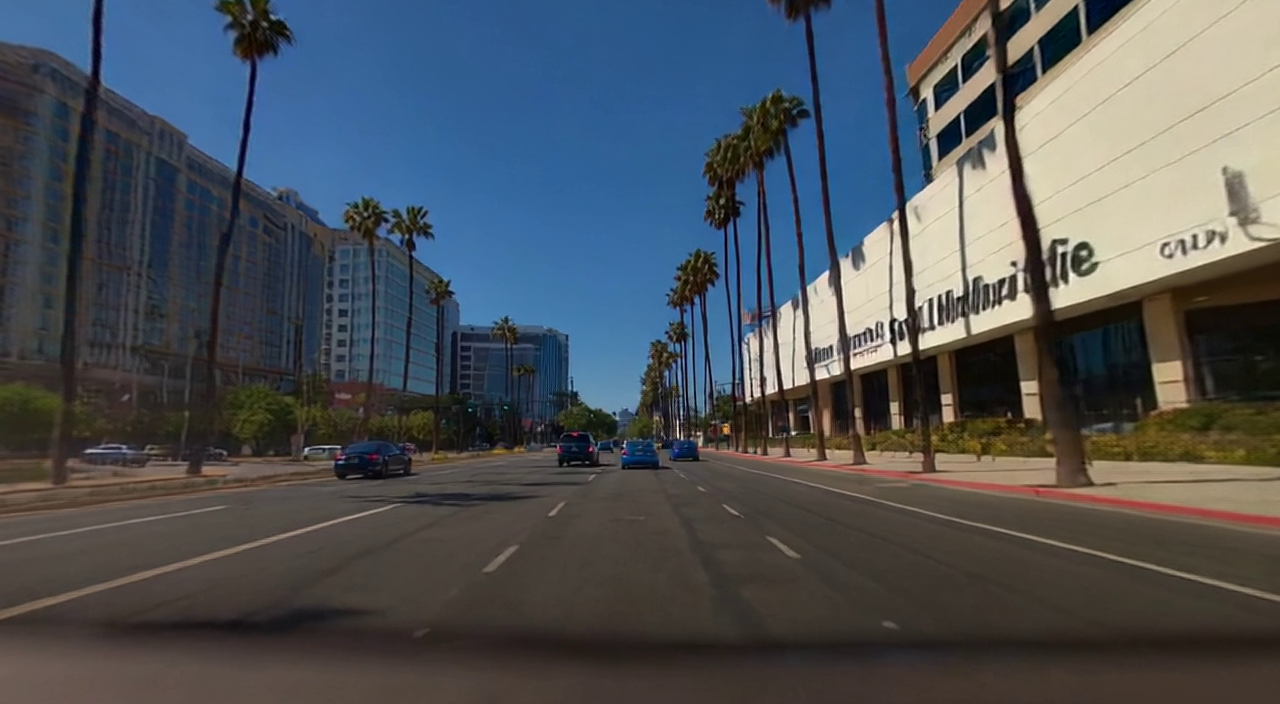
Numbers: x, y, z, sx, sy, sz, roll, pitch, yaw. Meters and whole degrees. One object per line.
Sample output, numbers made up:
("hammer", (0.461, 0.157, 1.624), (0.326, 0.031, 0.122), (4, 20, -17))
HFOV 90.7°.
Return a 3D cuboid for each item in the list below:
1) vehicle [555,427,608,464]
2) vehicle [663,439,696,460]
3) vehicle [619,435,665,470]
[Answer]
("vehicle", (-3.411, 5.703, 38.429), (2.672, 2.064, 5.681), (0, -9, 0))
("vehicle", (2.914, 7.359, 47.830), (2.085, 1.482, 4.491), (0, -9, -2))
("vehicle", (0.060, 5.025, 31.834), (2.160, 1.615, 4.117), (0, -9, -1))
